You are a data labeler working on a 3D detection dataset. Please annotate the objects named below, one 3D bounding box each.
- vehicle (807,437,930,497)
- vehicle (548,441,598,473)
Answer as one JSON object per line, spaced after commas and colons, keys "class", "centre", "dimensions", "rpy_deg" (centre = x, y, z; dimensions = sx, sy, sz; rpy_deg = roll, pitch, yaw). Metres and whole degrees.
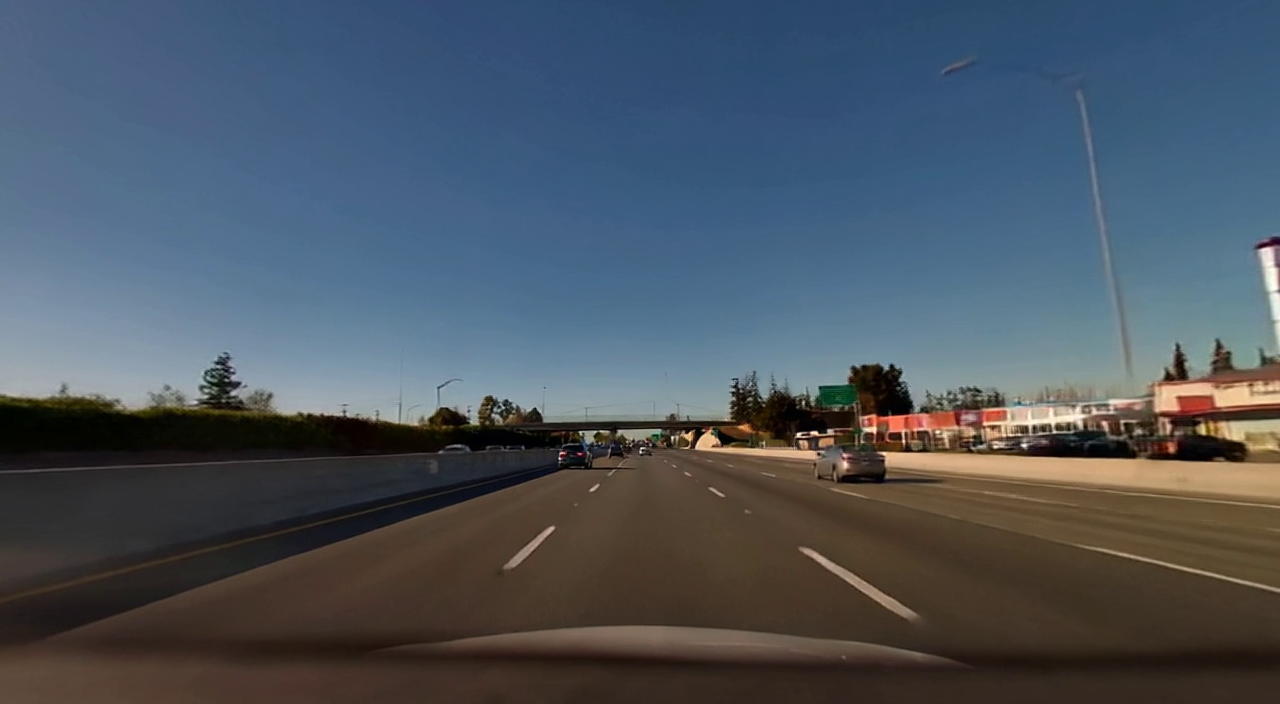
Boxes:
{"class": "vehicle", "centre": [6.446, 3.284, 18.469], "dimensions": [1.909, 1.467, 4.940], "rpy_deg": [-1, -9, 2]}
{"class": "vehicle", "centre": [-3.406, 5.442, 32.798], "dimensions": [2.114, 1.510, 4.186], "rpy_deg": [-1, -9, 1]}
